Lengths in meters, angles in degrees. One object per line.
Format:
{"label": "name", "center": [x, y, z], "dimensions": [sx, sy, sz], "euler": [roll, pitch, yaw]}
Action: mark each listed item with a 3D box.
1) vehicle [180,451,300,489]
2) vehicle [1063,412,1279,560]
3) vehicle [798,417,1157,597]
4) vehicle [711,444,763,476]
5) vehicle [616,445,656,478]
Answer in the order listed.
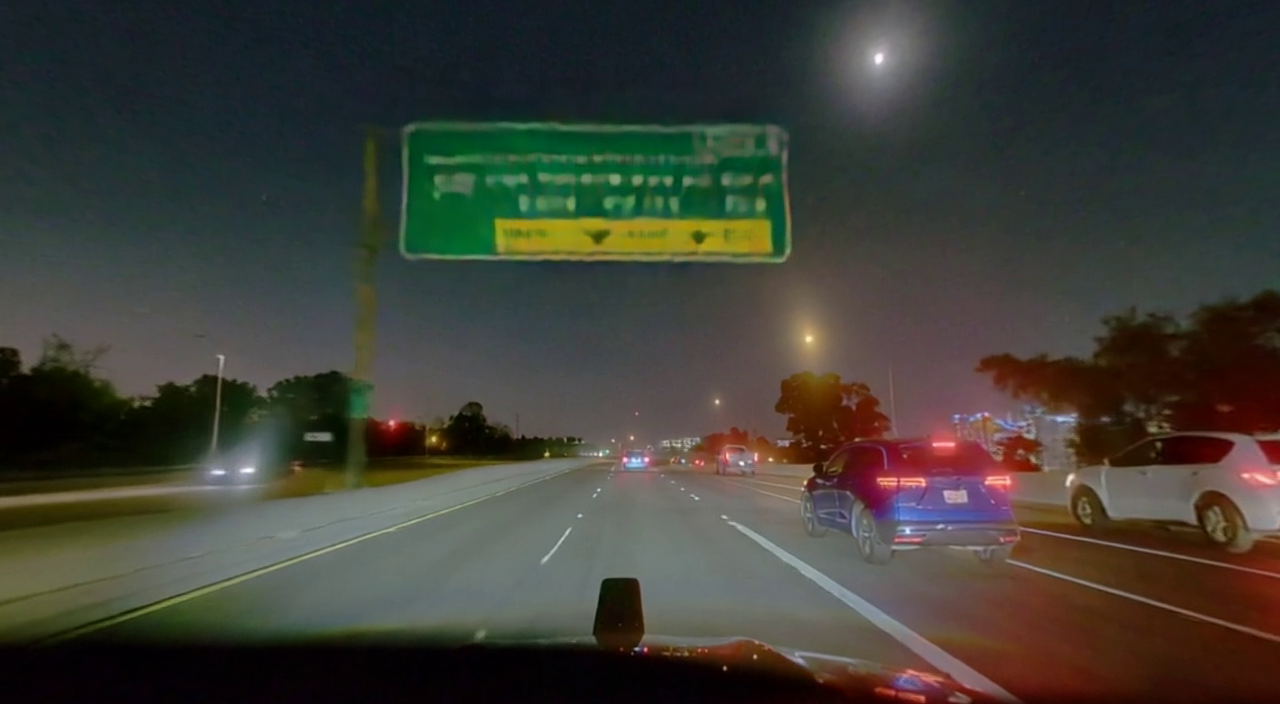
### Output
{"label": "vehicle", "center": [-17.061, 5.035, 27.324], "dimensions": [2.137, 1.454, 4.701], "euler": [0, -8, 0]}
{"label": "vehicle", "center": [8.843, 1.846, 9.075], "dimensions": [1.967, 1.816, 4.775], "euler": [0, -8, -3]}
{"label": "vehicle", "center": [3.722, 1.765, 8.136], "dimensions": [2.097, 1.659, 4.320], "euler": [0, -8, -2]}
{"label": "vehicle", "center": [7.217, 8.126, 47.785], "dimensions": [2.526, 2.230, 6.190], "euler": [0, -8, -3]}
{"label": "vehicle", "center": [-0.322, 6.302, 36.785], "dimensions": [2.181, 1.768, 4.383], "euler": [0, -8, -2]}
